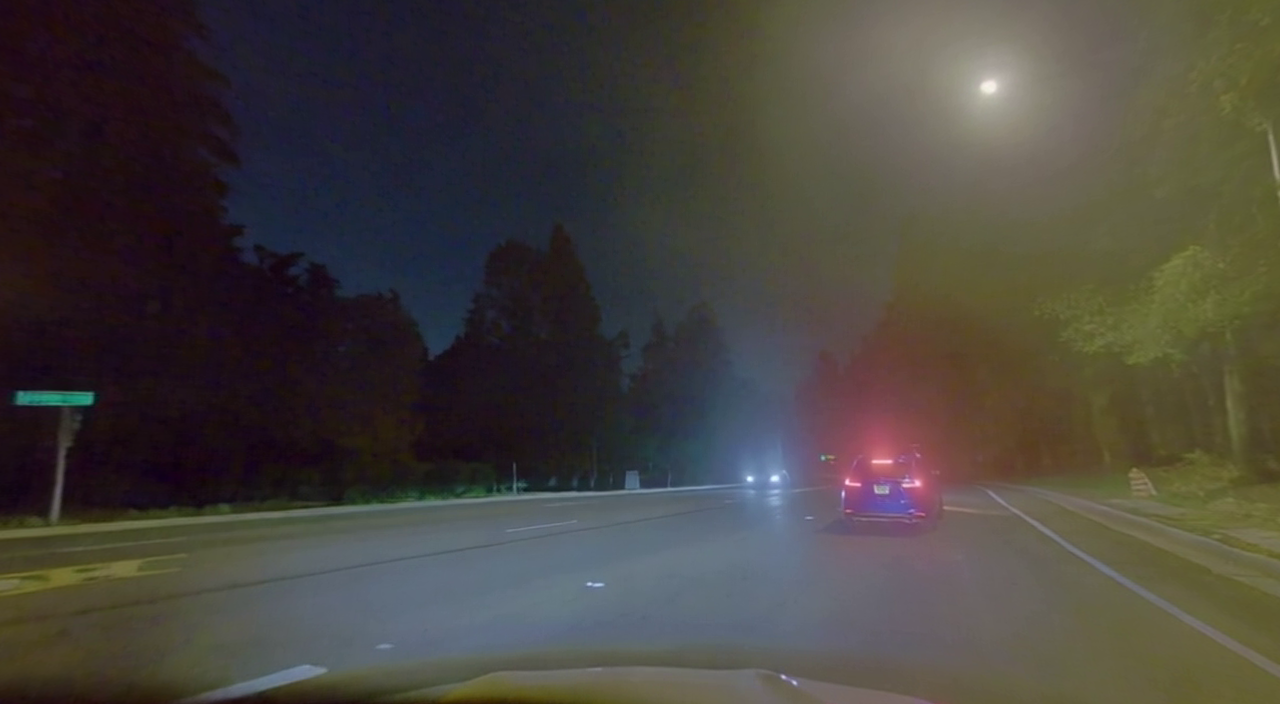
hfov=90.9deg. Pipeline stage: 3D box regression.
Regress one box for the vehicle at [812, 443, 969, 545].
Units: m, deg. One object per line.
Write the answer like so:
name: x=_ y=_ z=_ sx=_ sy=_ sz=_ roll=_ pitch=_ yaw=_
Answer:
vehicle: x=4.921 y=2.515 z=12.002 sx=2.148 sy=1.521 sz=4.089 roll=-5 pitch=-9 yaw=29

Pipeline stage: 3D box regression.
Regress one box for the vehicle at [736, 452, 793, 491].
vehicle: x=7.139 y=6.670 z=35.688 sx=2.150 sy=1.927 sz=5.209 roll=-4 pitch=-9 yaw=22
